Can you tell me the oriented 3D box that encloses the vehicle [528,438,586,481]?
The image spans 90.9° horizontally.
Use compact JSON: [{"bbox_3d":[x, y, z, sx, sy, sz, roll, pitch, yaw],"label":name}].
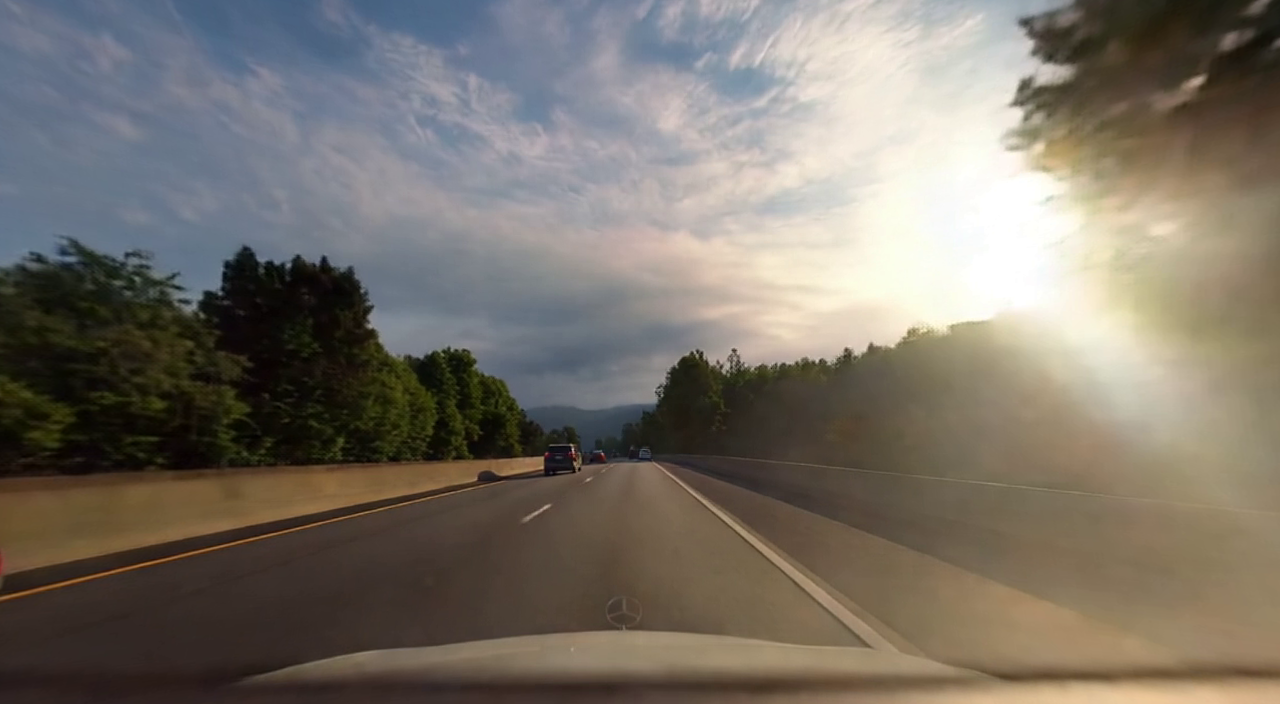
[{"bbox_3d":[-3.774,4.972,29.434,2.056,1.811,4.202,0,-9,1],"label":"vehicle"}]
